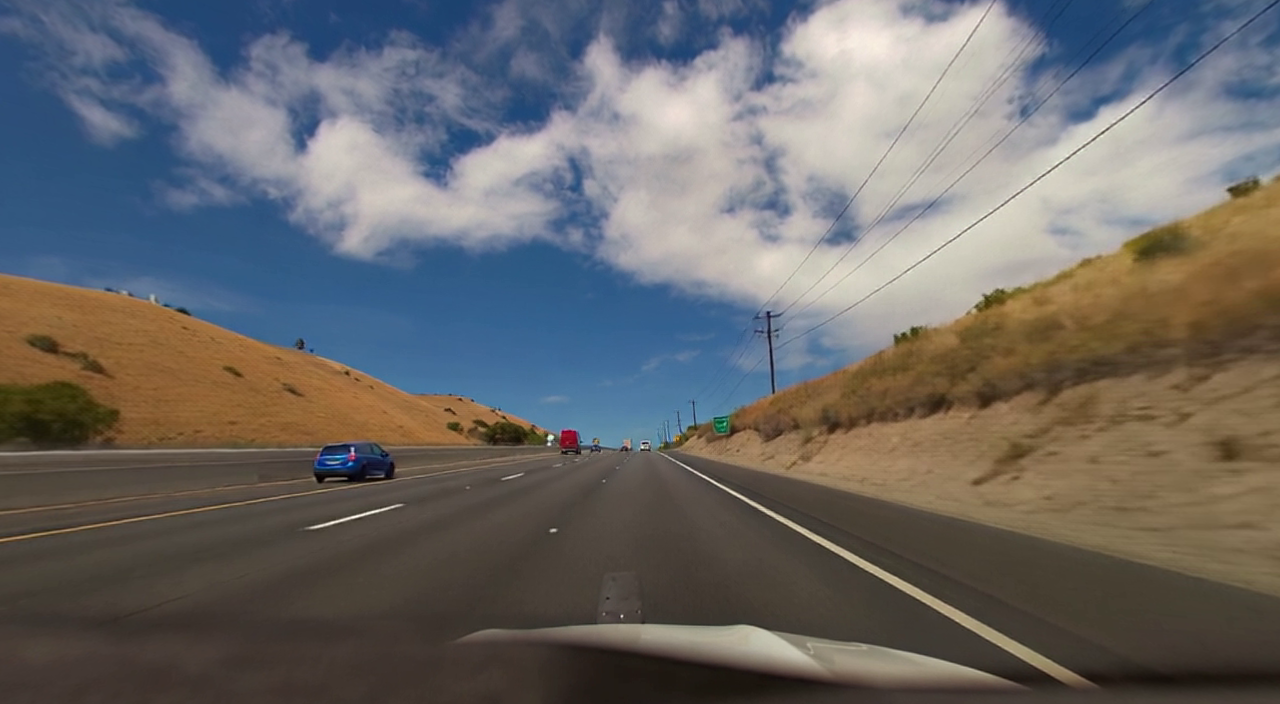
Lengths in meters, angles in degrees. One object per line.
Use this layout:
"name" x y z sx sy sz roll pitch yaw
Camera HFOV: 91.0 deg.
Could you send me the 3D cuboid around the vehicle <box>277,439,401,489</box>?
"vehicle" -10.409 3.895 22.262 1.971 1.558 4.847 0 -9 0
